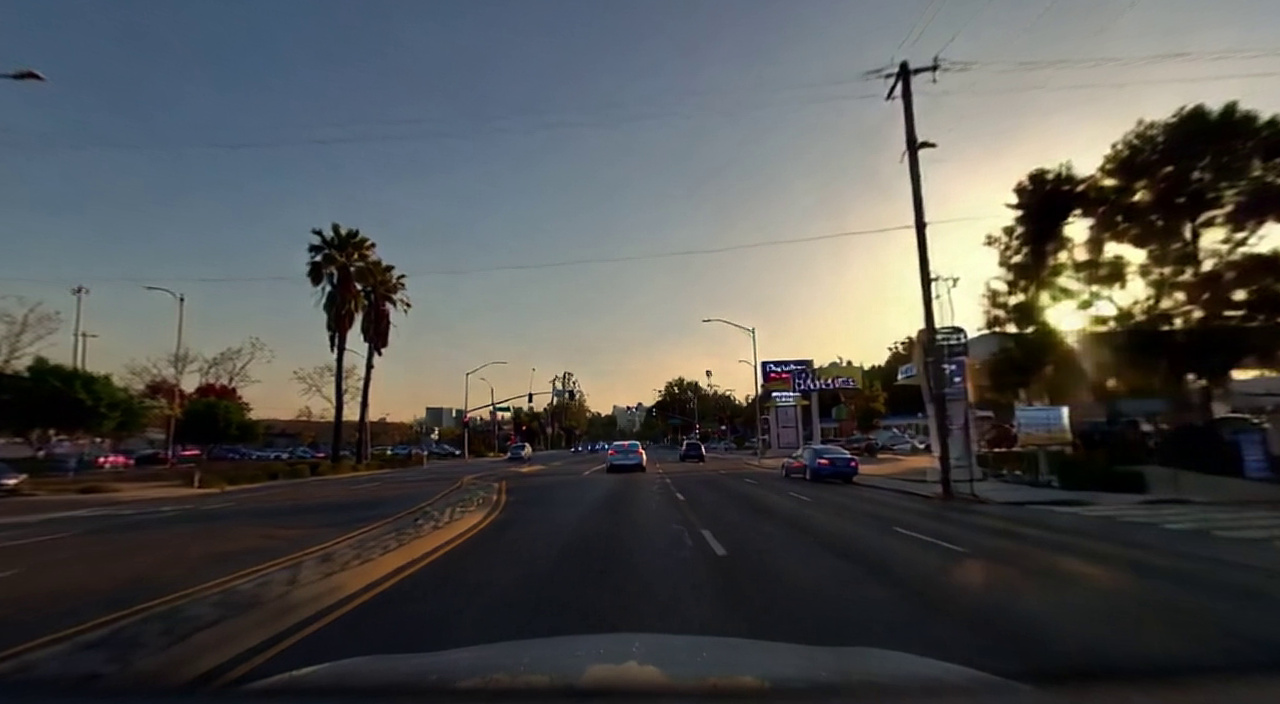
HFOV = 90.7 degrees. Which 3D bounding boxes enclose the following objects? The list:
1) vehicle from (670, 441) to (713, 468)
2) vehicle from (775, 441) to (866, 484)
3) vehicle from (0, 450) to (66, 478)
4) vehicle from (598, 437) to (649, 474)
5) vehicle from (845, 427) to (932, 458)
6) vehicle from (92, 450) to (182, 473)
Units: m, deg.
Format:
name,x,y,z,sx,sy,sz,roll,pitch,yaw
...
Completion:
name,x,y,z,sx,sy,sz,roll,pitch,yaw
vehicle,2.918,5.893,36.586,2.060,1.471,4.168,0,-9,-1
vehicle,6.754,4.179,24.302,1.922,1.461,4.868,0,-9,-1
vehicle,-35.079,6.206,35.157,4.418,1.486,1.909,0,-9,-2
vehicle,-0.712,4.705,28.945,2.160,1.508,4.319,0,-9,-1
vehicle,16.141,5.987,41.561,2.172,1.855,5.526,1,-9,-18
vehicle,-35.159,7.659,44.324,4.613,1.477,1.927,0,-9,0
